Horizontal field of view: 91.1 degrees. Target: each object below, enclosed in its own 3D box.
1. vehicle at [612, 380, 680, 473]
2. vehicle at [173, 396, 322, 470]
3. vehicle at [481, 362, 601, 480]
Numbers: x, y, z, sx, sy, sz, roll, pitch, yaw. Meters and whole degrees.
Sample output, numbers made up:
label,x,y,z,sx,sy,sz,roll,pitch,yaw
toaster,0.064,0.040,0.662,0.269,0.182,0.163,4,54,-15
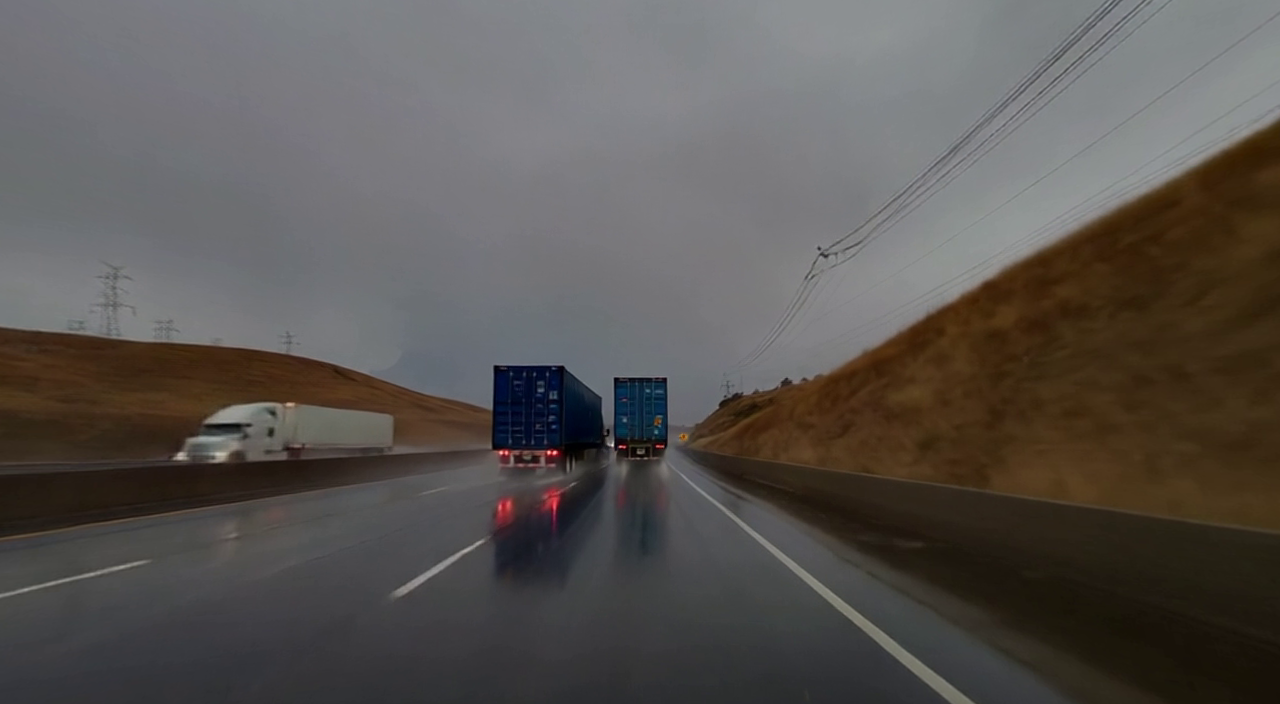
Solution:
label,x,y,z,sx,sy,sz,roll,pitch,yaw
vehicle,0.166,4.145,33.913,3.006,4.120,11.586,0,-8,-1
vehicle,-21.734,4.640,35.542,3.000,3.656,8.290,0,-8,0
vehicle,-3.872,3.361,28.698,3.065,4.105,13.706,0,-8,1
